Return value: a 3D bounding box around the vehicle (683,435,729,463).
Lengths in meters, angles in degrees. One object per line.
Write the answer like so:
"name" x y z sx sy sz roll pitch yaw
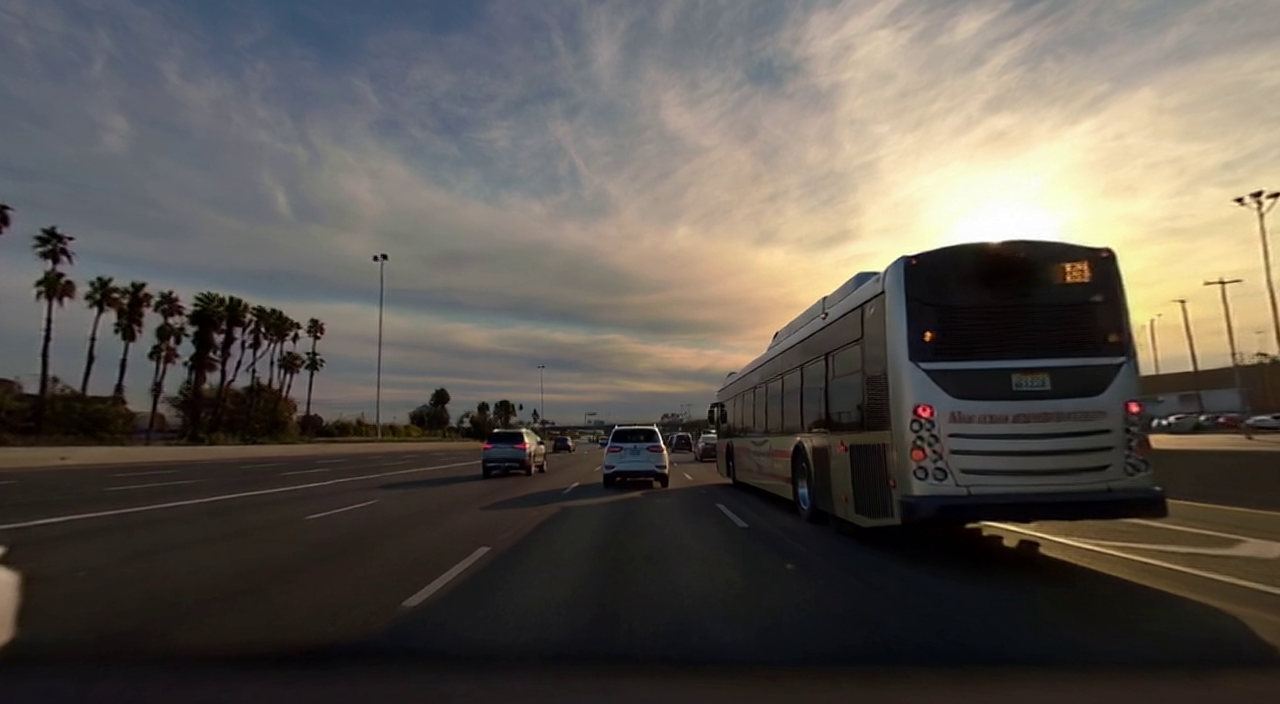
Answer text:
"vehicle" 3.702 5.562 36.139 2.039 1.516 4.521 0 -8 -2

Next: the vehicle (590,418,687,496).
"vehicle" 0.008 2.777 16.940 2.268 1.796 4.280 0 -8 1

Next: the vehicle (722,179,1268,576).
"vehicle" 4.030 1.194 12.810 3.020 3.622 14.302 0 -8 1

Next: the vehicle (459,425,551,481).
"vehicle" -4.594 3.531 22.215 2.100 1.765 4.743 0 -8 1
